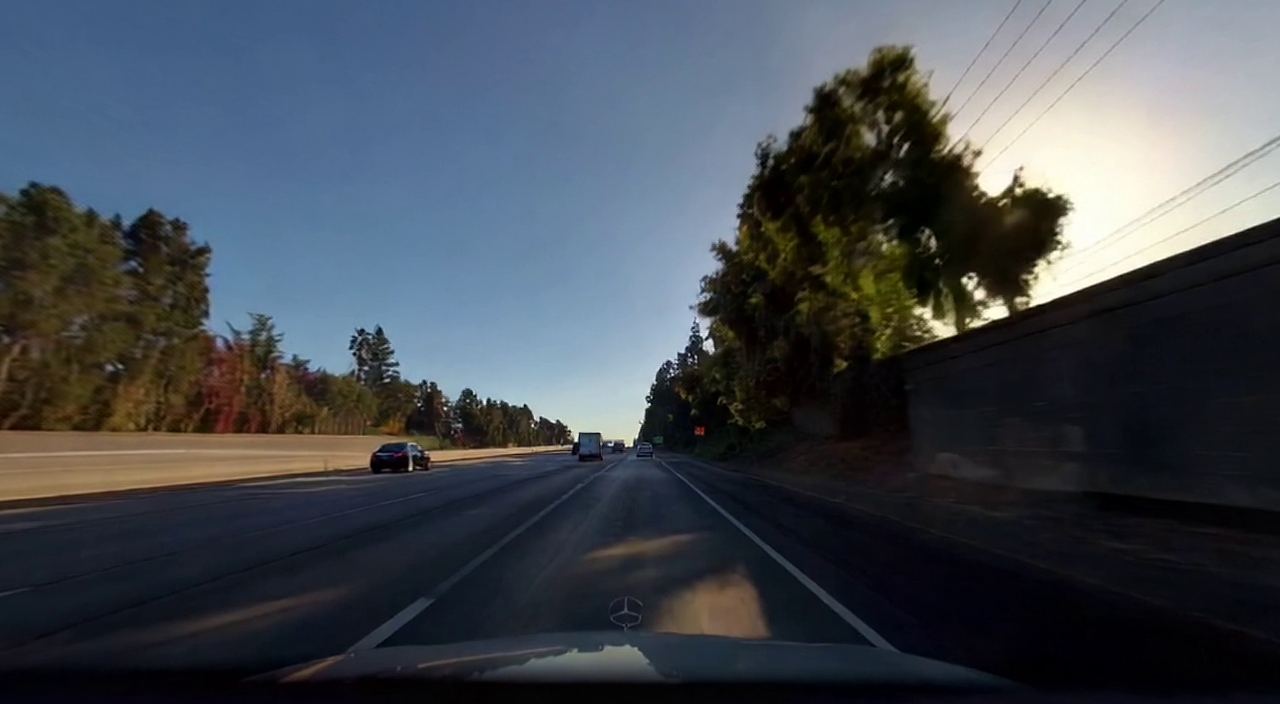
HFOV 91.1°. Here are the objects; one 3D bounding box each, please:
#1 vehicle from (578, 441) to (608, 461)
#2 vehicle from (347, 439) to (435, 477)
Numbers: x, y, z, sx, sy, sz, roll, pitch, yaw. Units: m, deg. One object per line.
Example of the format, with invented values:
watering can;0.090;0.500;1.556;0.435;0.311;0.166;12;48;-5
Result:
vehicle;-3.614;7.741;49.156;2.046;1.478;4.111;0;-8;0
vehicle;-10.924;4.663;27.946;1.955;1.496;4.732;0;-8;1
